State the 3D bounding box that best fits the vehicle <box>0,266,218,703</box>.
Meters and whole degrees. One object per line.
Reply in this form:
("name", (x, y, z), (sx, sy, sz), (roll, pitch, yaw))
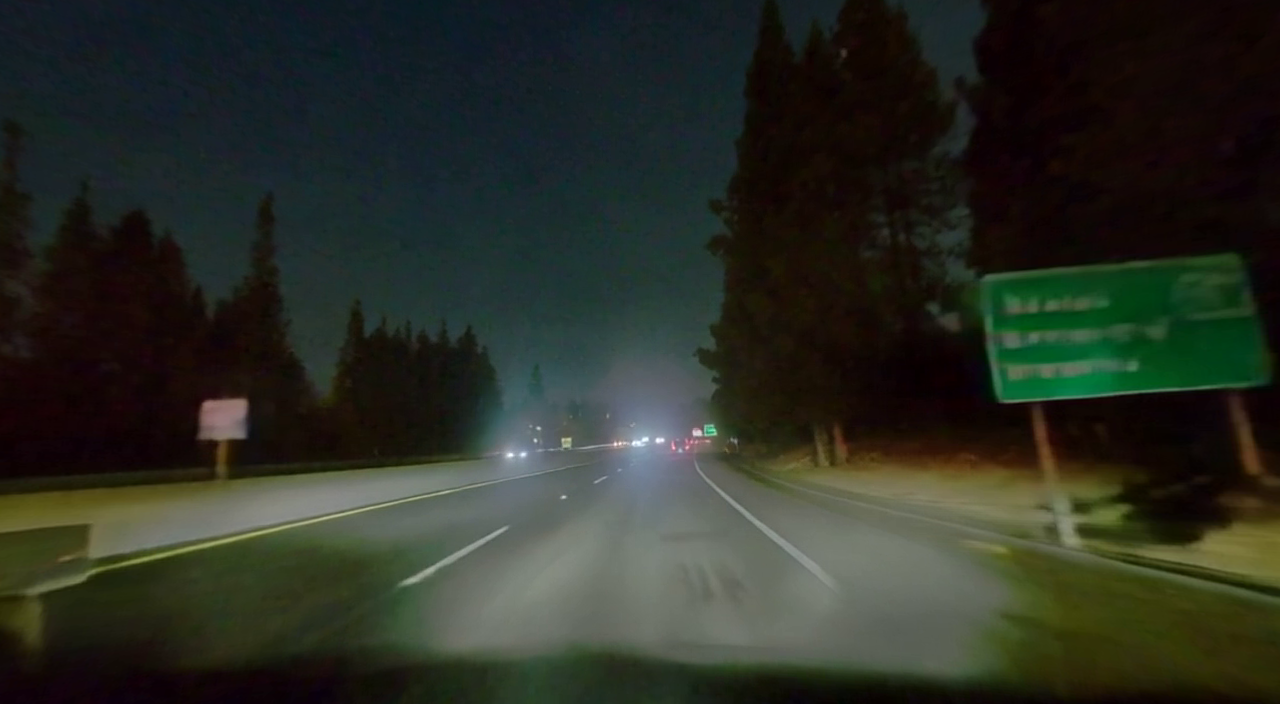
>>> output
("vehicle", (-3.330, 0.365, 0.332), (2.143, 1.851, 5.817), (-1, -8, 1))
